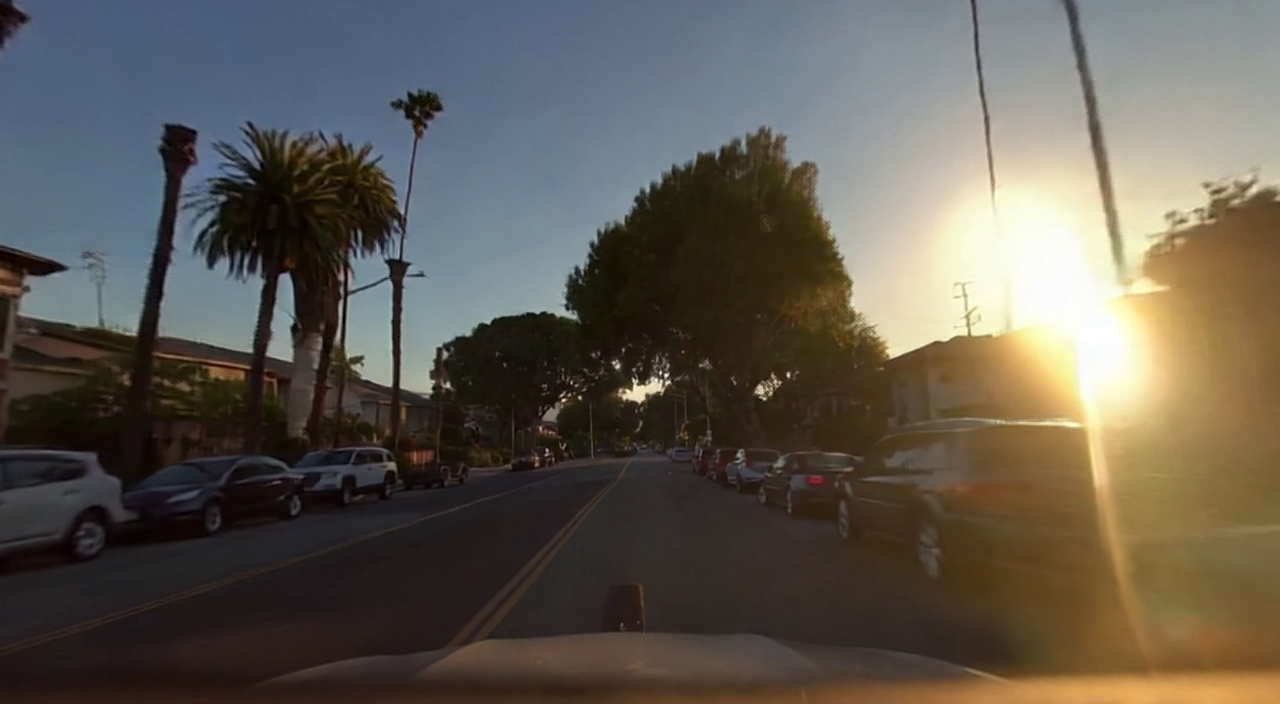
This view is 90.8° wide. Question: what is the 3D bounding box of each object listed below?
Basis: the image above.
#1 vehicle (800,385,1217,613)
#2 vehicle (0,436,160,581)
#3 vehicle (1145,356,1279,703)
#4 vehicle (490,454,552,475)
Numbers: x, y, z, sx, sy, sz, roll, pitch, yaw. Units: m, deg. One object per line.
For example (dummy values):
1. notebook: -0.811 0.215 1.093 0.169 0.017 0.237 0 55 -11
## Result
1. vehicle: 3.772 1.597 7.857 2.121 1.929 4.763 0 -8 -3
2. vehicle: -9.179 1.997 8.305 4.081 1.752 1.871 3 -9 -21
3. vehicle: 3.613 0.630 1.124 1.899 1.669 4.259 0 -8 1
4. vehicle: -9.148 8.629 48.599 4.419 1.486 1.808 3 -9 -21
